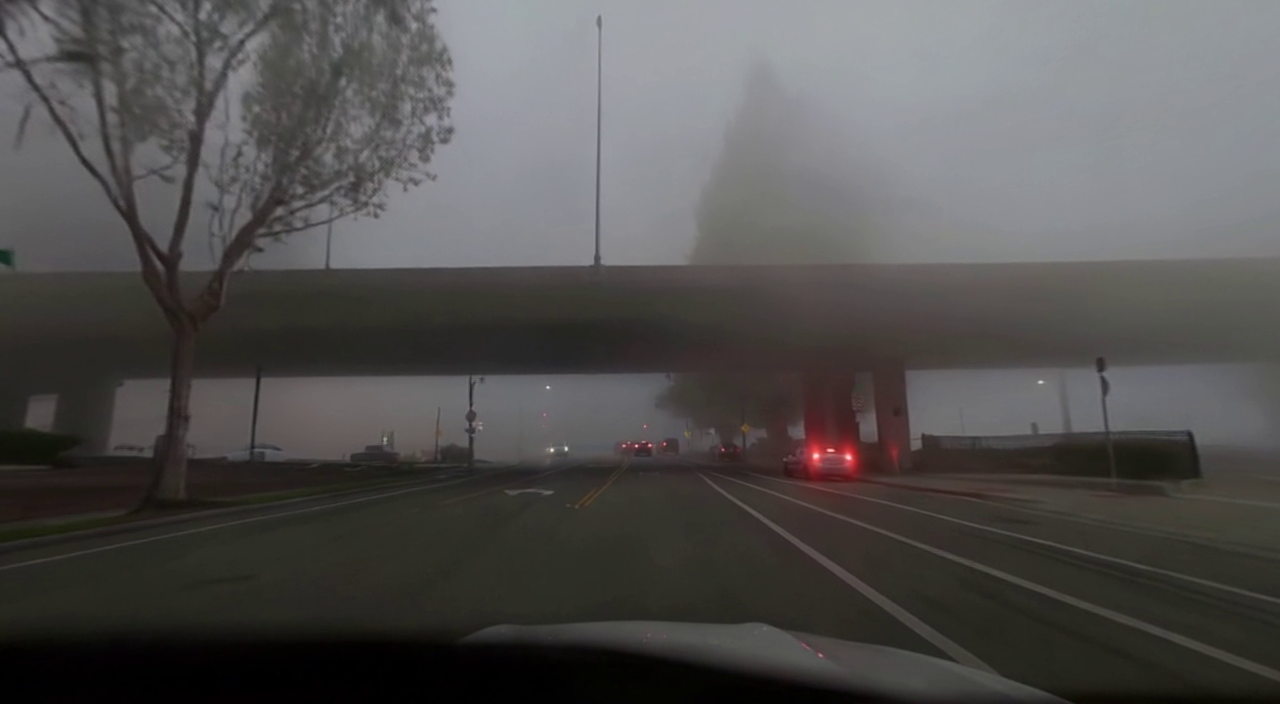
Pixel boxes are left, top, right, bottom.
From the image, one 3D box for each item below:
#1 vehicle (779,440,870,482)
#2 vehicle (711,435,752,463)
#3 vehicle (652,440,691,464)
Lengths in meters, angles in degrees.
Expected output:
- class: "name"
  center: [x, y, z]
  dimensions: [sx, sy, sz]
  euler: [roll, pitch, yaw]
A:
- class: "vehicle"
  center: [6.910, 4.125, 24.134]
  dimensions: [2.035, 1.435, 4.481]
  euler: [0, -8, -2]
- class: "vehicle"
  center: [6.650, 7.089, 46.320]
  dimensions: [2.154, 1.915, 4.908]
  euler: [0, -8, -1]
- class: "vehicle"
  center: [1.978, 6.521, 41.070]
  dimensions: [2.280, 1.475, 4.051]
  euler: [0, -8, -1]
